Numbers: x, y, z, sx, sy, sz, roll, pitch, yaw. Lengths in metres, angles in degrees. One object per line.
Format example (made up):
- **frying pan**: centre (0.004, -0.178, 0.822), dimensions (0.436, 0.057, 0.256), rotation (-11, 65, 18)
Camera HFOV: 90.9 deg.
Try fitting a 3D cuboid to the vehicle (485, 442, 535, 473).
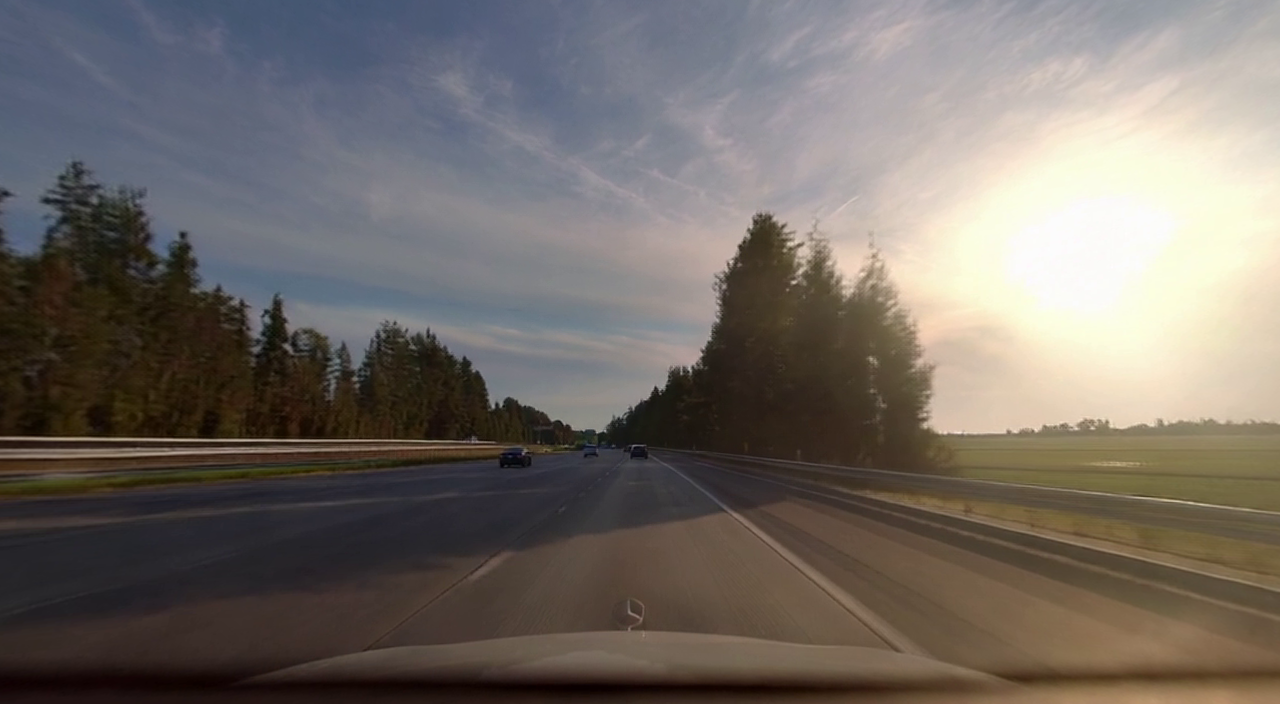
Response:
- **vehicle**: centre (-7.334, 5.965, 35.888), dimensions (1.972, 1.603, 3.891), rotation (0, -8, 1)
